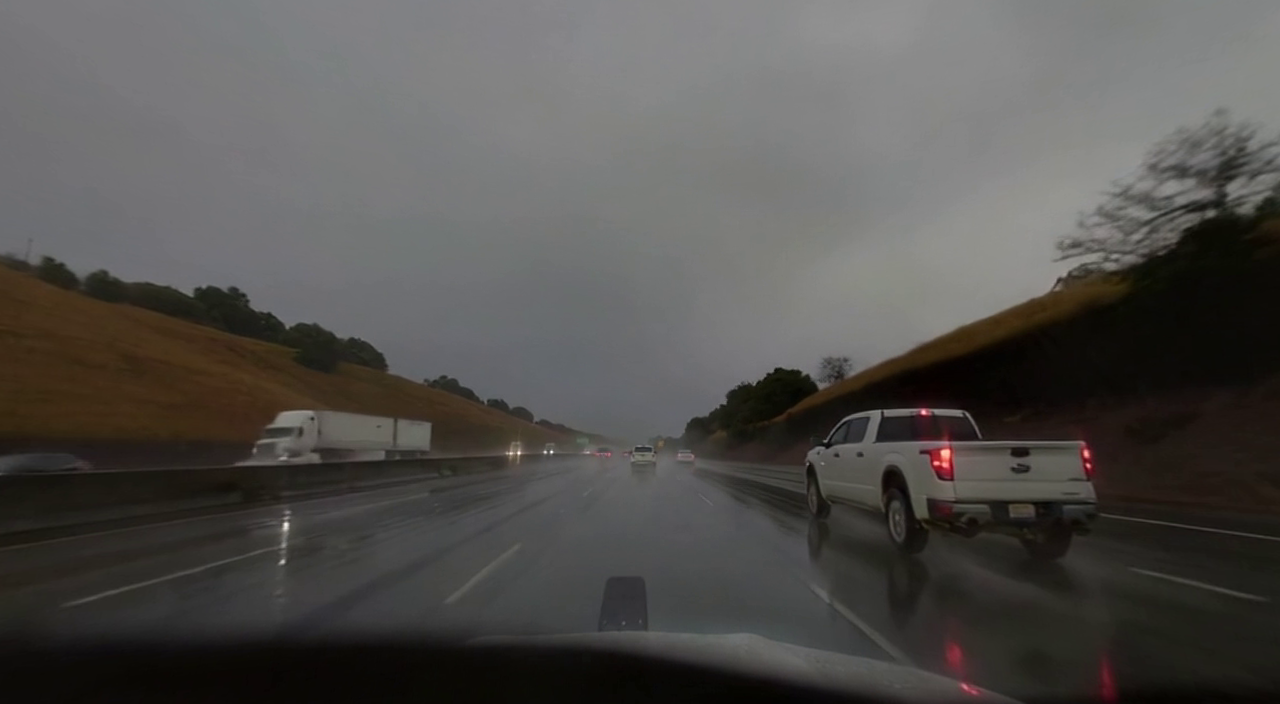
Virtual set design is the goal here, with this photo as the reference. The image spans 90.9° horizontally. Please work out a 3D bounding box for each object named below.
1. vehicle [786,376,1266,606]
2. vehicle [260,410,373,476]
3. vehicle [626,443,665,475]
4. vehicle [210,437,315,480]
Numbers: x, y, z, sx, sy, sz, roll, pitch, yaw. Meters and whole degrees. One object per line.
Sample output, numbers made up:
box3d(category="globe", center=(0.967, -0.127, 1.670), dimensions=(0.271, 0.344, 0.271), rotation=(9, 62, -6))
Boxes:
box3d(category="vehicle", center=(4.027, 1.630, 8.466), dimensions=(2.700, 1.980, 5.866), rotation=(0, -8, 0))
box3d(category="vehicle", center=(-20.113, 5.748, 39.925), dimensions=(3.064, 3.722, 7.499), rotation=(0, -8, 0))
box3d(category="vehicle", center=(0.263, 6.005, 35.719), dimensions=(2.086, 1.685, 4.206), rotation=(0, -8, 0))
box3d(category="vehicle", center=(-16.056, 4.540, 27.118), dimensions=(1.855, 1.664, 4.257), rotation=(0, -8, 0))
